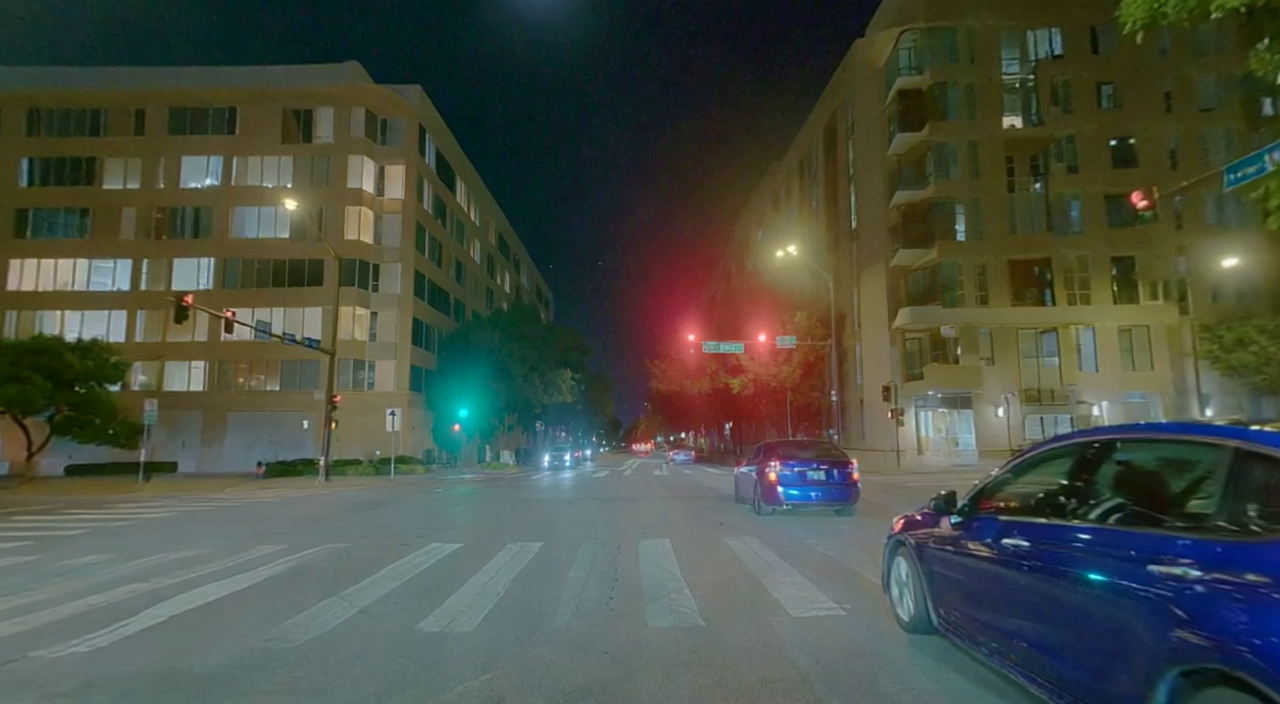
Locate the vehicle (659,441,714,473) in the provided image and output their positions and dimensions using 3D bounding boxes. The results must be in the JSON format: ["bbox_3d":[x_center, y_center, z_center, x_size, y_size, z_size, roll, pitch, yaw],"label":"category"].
[{"bbox_3d":[2.148,5.015,30.420,2.040,1.421,4.550,0,-8,-3],"label":"vehicle"}]

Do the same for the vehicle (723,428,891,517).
[{"bbox_3d":[3.080,2.335,12.771,2.009,1.443,4.509,0,-8,-2],"label":"vehicle"}]

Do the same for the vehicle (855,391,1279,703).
[{"bbox_3d":[2.861,1.037,3.096,2.039,1.470,4.355,0,-8,0],"label":"vehicle"}]
